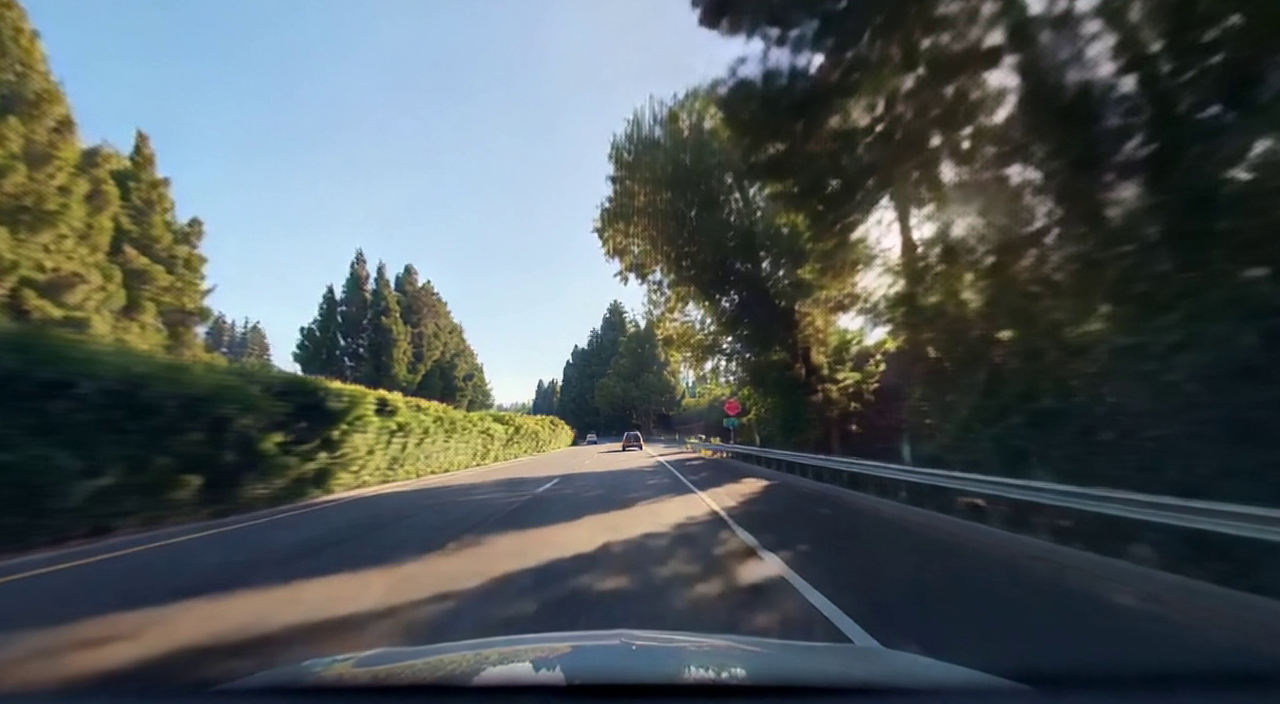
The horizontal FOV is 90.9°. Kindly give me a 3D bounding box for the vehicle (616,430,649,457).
[{"bbox_3d":[-0.481,5.900,40.773,2.041,1.618,3.898,0,-8,-1],"label":"vehicle"}]
